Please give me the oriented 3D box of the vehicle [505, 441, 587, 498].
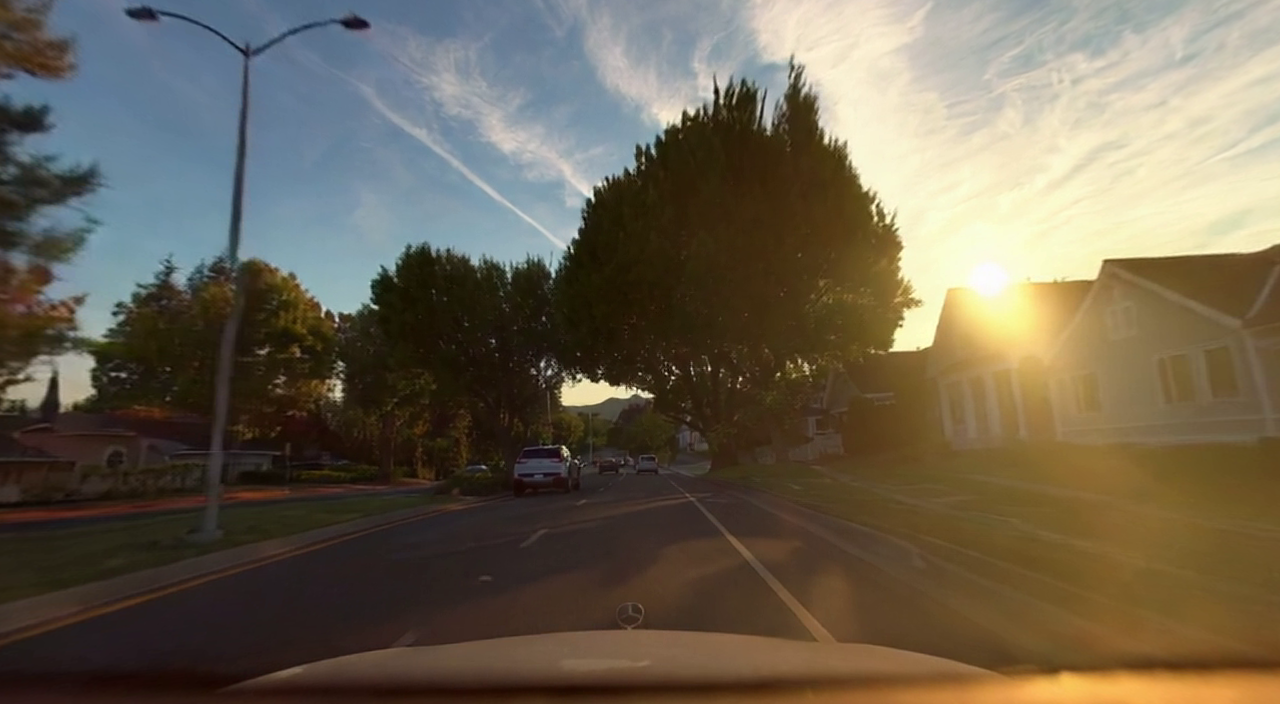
[{"bbox_3d":[-3.110,3.997,21.882,2.073,1.770,4.302,0,-8,1],"label":"vehicle"}]
